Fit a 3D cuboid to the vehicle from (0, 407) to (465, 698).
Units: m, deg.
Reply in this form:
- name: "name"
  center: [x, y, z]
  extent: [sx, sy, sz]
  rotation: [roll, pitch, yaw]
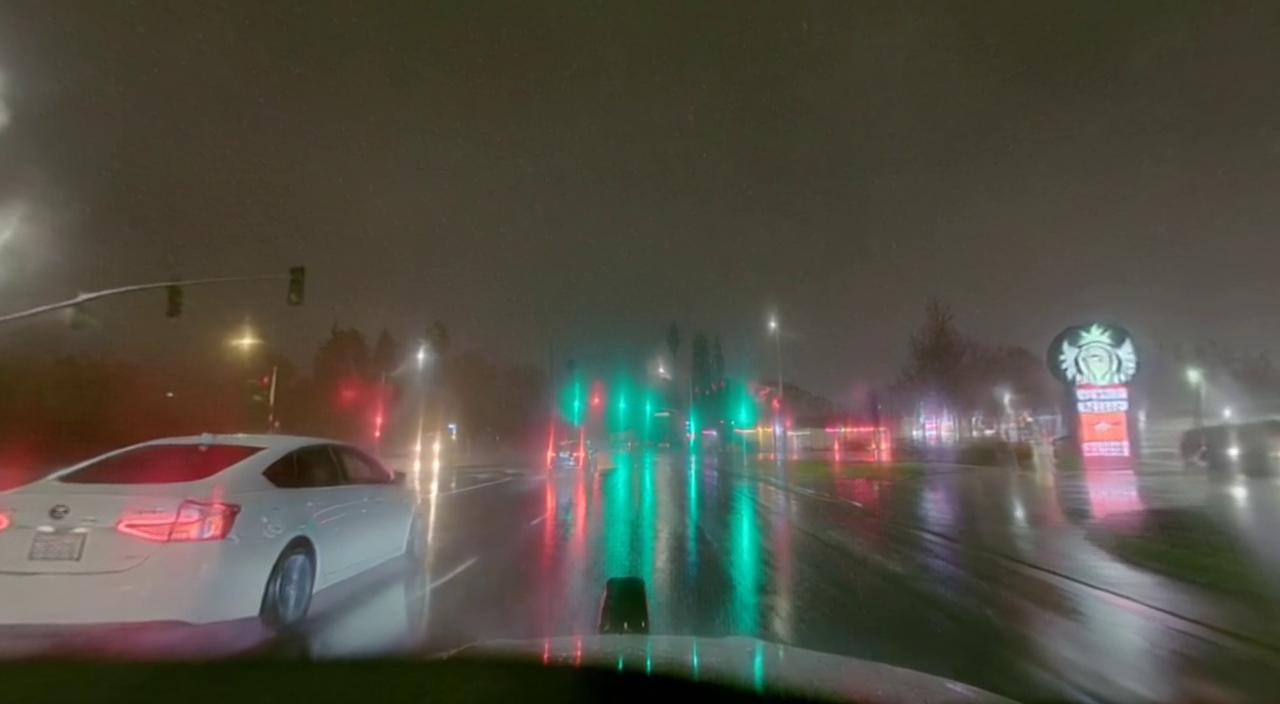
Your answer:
- name: "vehicle"
  center: [-3.202, 1.356, 5.508]
  extent: [2.018, 1.477, 4.401]
  rotation: [0, -8, 1]

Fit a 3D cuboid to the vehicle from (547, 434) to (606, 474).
- name: "vehicle"
  center: [-2.828, 4.675, 29.088]
  extent: [2.109, 1.692, 4.220]
  rotation: [0, -8, 3]
